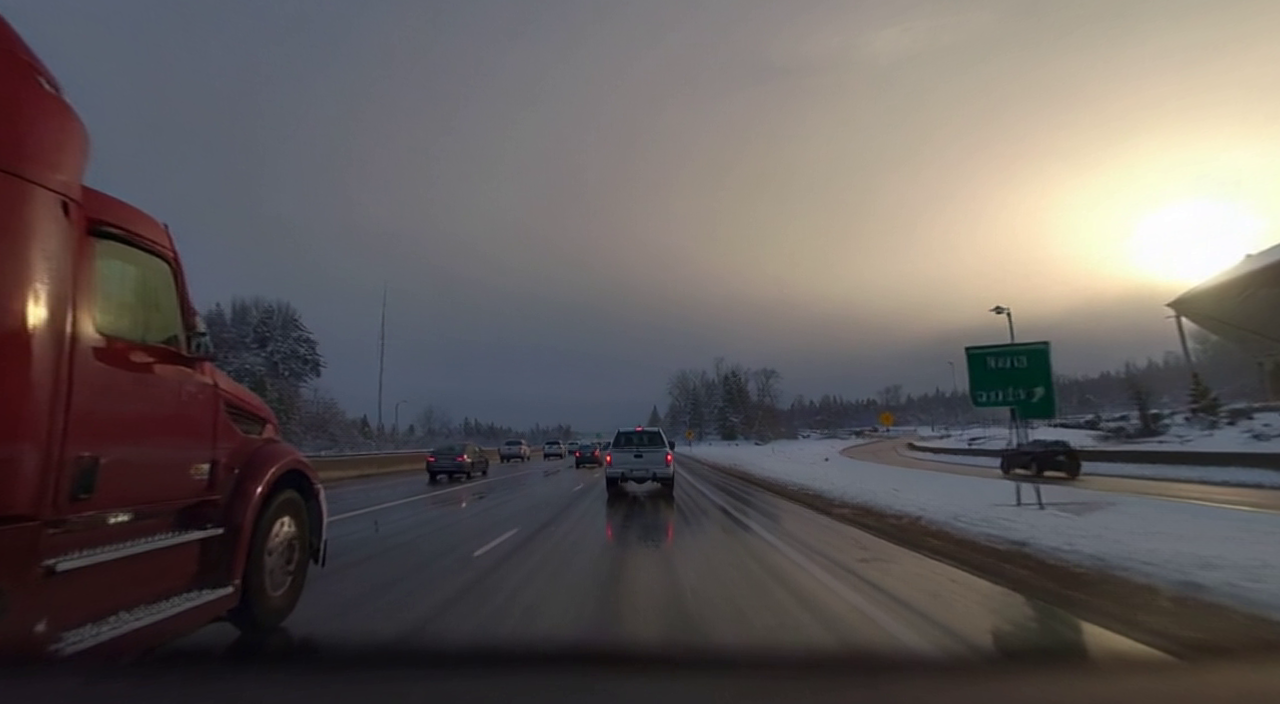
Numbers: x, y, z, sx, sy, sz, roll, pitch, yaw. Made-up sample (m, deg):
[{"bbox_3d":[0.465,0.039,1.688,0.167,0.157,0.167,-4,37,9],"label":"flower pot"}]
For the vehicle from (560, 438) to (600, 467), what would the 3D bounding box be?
[{"bbox_3d":[-3.549,6.041,38.164,1.952,1.649,4.131,0,-9,1],"label":"vehicle"}]

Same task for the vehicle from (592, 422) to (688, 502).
[{"bbox_3d":[0.000,2.774,16.194,2.152,1.779,3.924,0,-9,0],"label":"vehicle"}]

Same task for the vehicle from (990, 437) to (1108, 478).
[{"bbox_3d":[16.292,4.230,25.502,1.918,1.472,4.782,-1,-9,5],"label":"vehicle"}]

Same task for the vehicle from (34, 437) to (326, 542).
[{"bbox_3d":[-7.602,2.271,11.118,1.864,1.458,4.295,0,-9,0],"label":"vehicle"}]

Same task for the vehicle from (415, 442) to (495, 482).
[{"bbox_3d":[-7.374,4.416,25.590,1.869,1.466,4.217,0,-9,1],"label":"vehicle"}]
